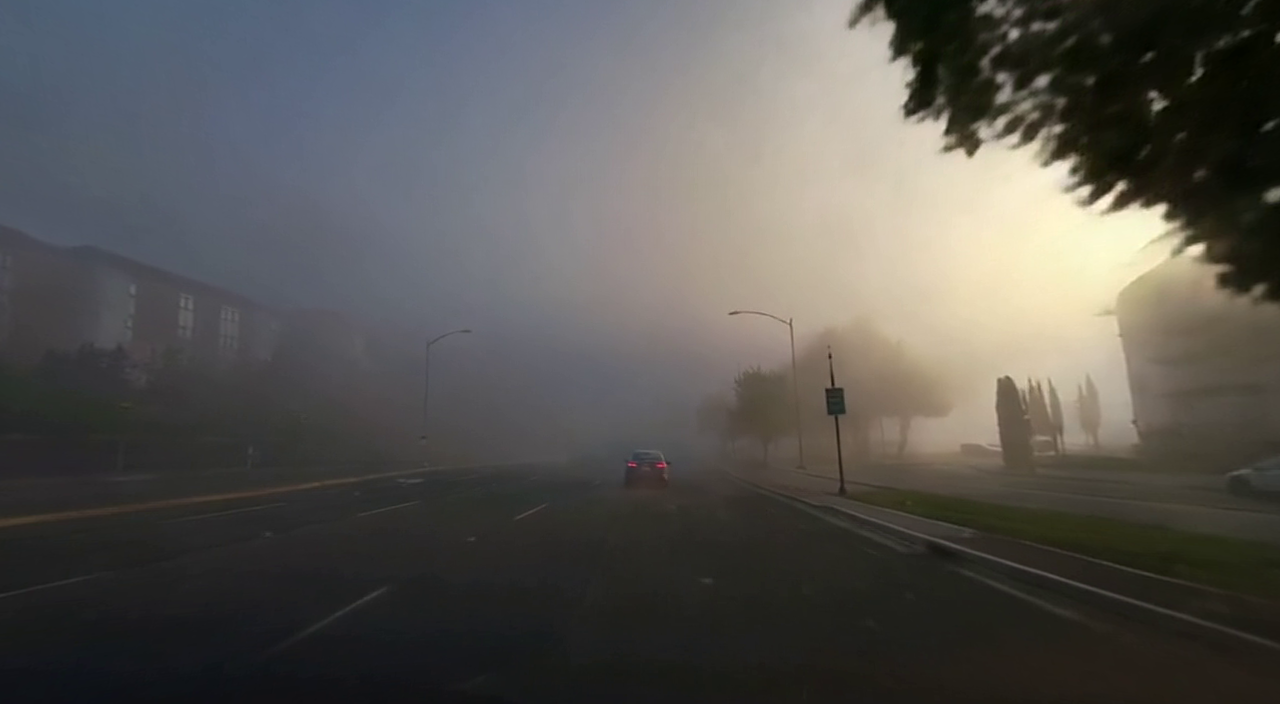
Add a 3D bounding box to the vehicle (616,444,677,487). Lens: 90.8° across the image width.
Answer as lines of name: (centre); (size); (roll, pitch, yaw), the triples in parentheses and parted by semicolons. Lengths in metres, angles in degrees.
vehicle: (0.298, 4.323, 24.377); (2.133, 1.481, 4.276); (0, -9, 2)
